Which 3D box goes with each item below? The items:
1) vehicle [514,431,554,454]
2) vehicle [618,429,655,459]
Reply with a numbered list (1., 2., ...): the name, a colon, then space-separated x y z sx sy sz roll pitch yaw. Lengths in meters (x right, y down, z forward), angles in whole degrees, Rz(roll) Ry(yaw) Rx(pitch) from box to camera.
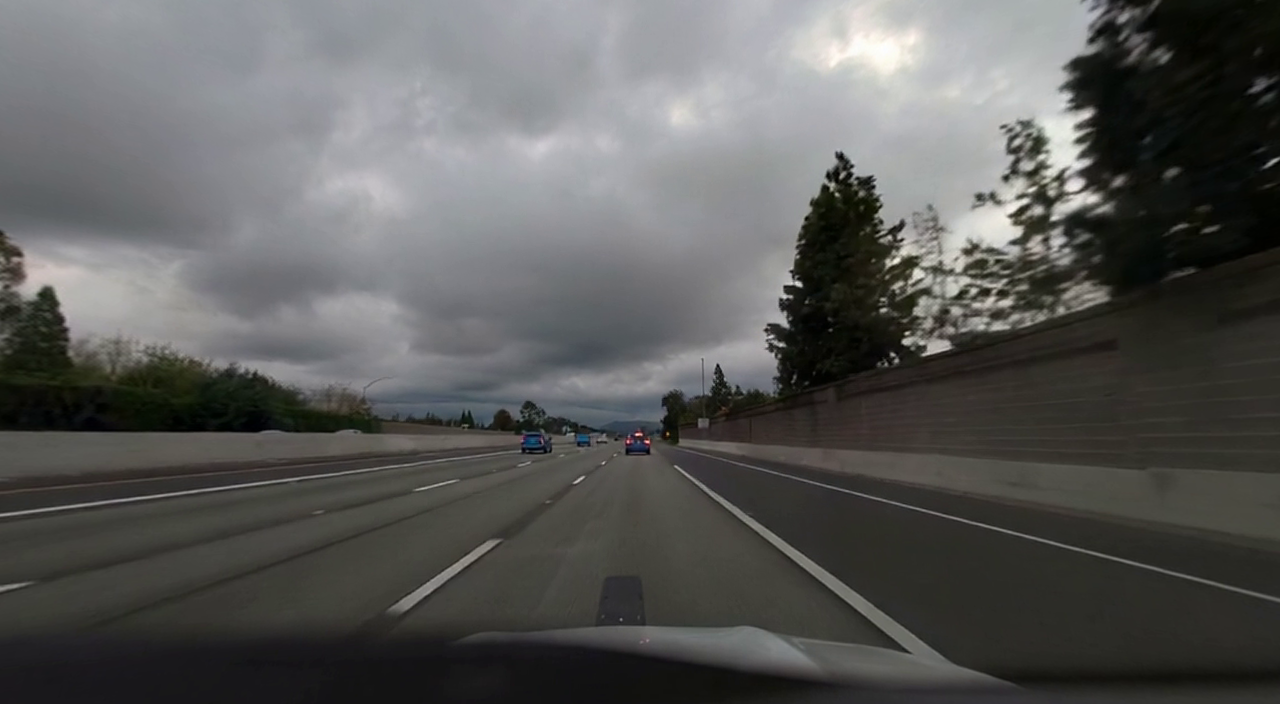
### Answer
1. vehicle: -7.553 6.481 45.113 2.019 1.523 4.396 0 -8 1
2. vehicle: -0.177 5.599 38.279 2.141 1.706 4.065 0 -8 0
